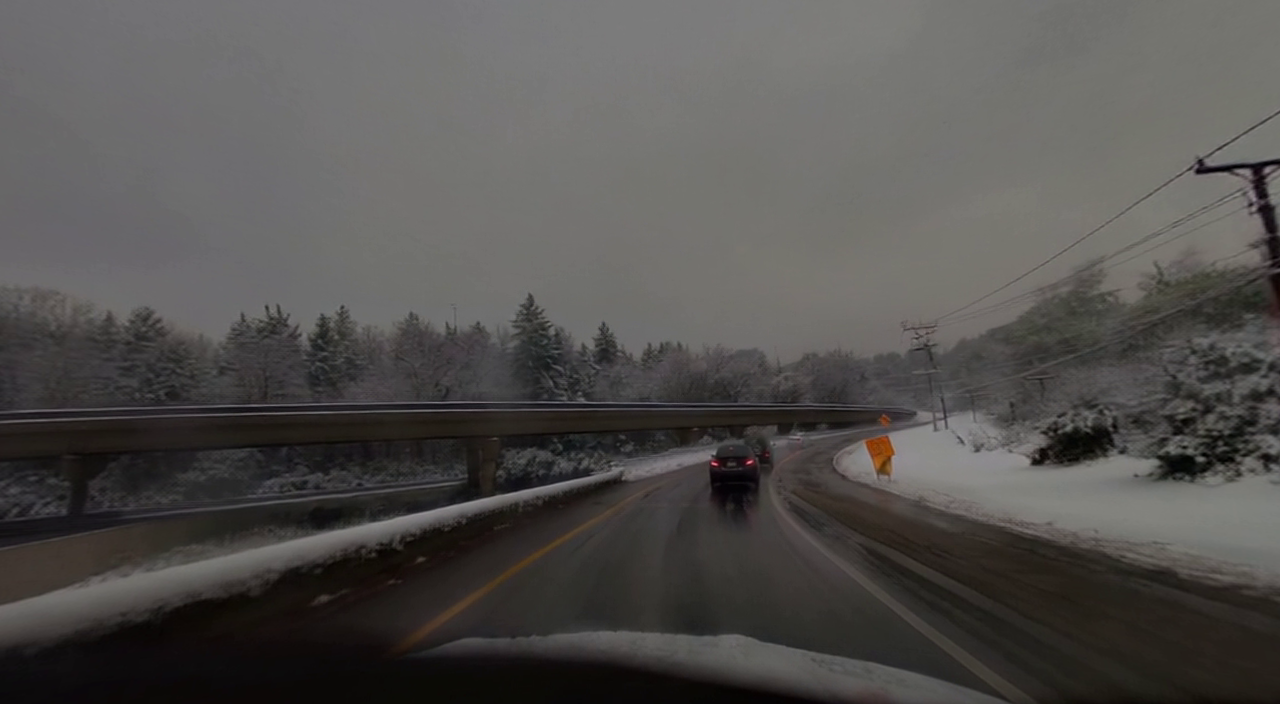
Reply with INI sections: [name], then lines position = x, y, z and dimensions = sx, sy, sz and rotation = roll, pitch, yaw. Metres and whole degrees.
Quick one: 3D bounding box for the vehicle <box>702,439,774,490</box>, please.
[vehicle]
position = 3.254, 3.637, 20.733
dimensions = 2.091, 1.482, 4.321
rotation = -2, -9, 10
